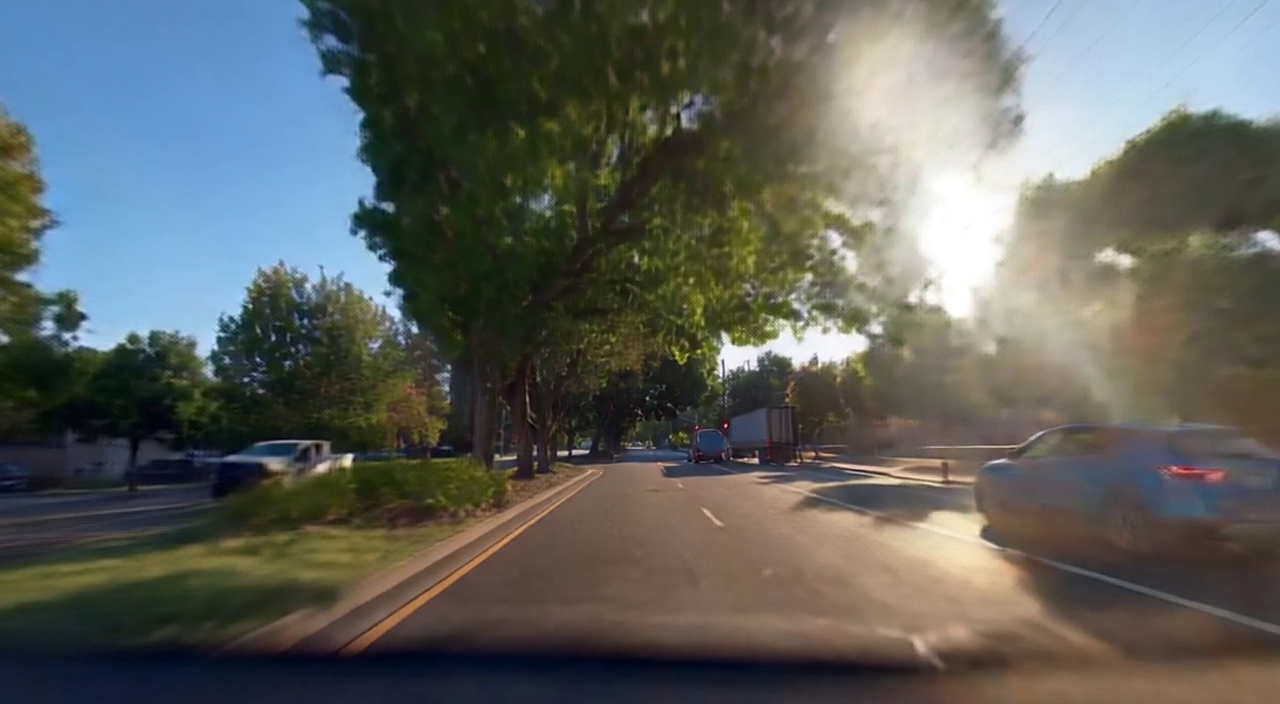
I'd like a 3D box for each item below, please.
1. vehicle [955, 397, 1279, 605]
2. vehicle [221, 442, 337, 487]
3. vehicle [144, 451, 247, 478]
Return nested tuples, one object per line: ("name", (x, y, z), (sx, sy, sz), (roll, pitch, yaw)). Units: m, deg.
("vehicle", (6.111, 1.602, 7.765), (2.012, 1.754, 4.635), (0, -8, -1))
("vehicle", (-15.244, 4.761, 27.072), (2.063, 1.718, 4.905), (0, -8, 0))
("vehicle", (-24.992, 6.336, 35.621), (4.461, 1.452, 1.855), (-1, -8, 3))
